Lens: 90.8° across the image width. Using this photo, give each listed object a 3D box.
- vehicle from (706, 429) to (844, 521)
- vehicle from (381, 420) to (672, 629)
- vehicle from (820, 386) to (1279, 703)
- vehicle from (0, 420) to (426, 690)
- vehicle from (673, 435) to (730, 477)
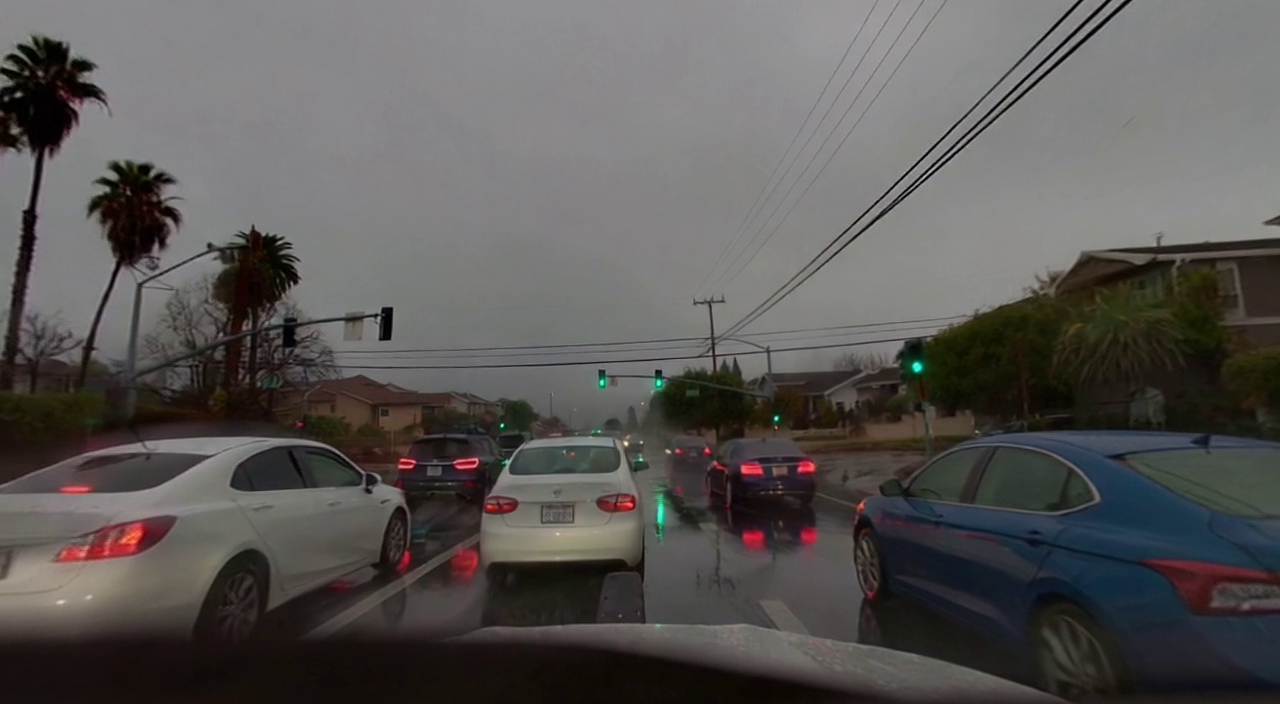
[{"bbox_3d":[2.634,2.512,13.435,1.956,1.615,4.205,0,-9,-1],"label":"vehicle"},{"bbox_3d":[-0.866,1.547,6.588,2.104,1.500,3.815,0,-9,-1],"label":"vehicle"},{"bbox_3d":[2.773,1.140,3.847,2.014,1.464,4.312,0,-9,-1],"label":"vehicle"},{"bbox_3d":[-3.662,1.459,5.779,2.058,1.474,4.473,0,-9,-3],"label":"vehicle"},{"bbox_3d":[2.688,4.687,28.647,2.063,1.750,4.410,0,-9,-1],"label":"vehicle"}]
